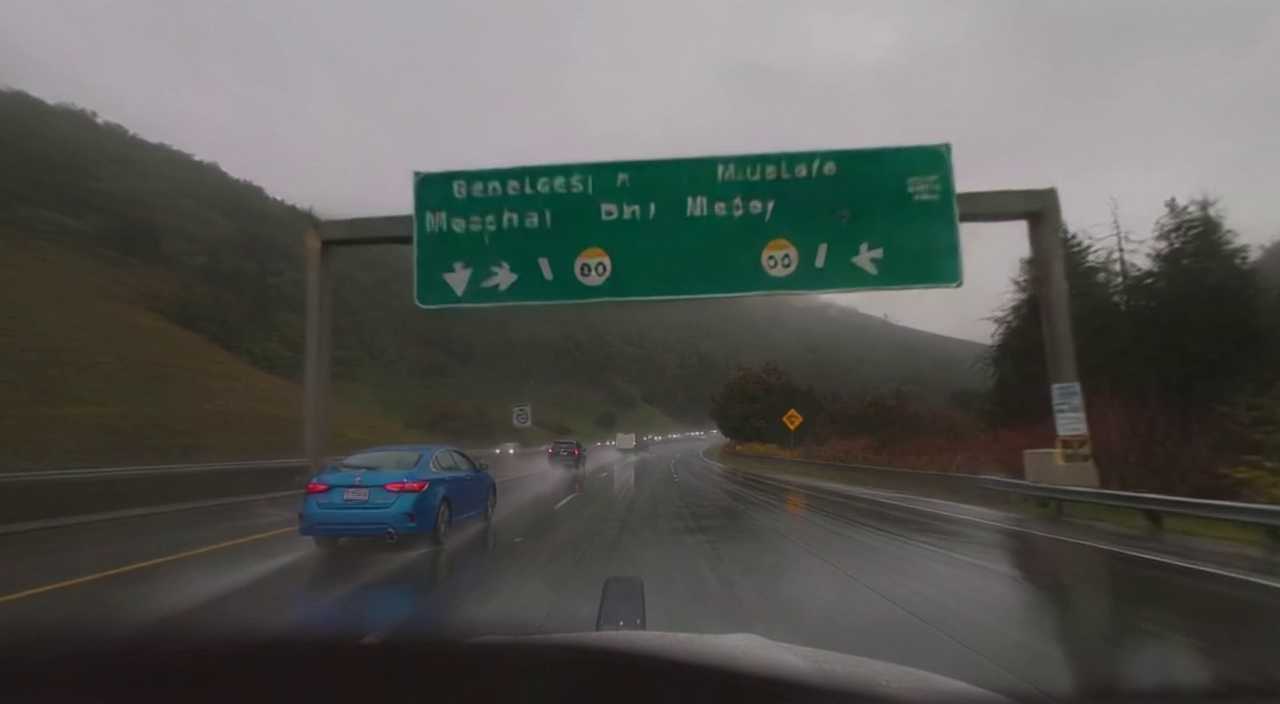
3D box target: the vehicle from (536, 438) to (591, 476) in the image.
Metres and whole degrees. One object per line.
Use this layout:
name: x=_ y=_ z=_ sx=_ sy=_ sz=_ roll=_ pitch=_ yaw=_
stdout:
vehicle: x=-3.566 y=4.991 z=30.148 sx=2.073 sy=1.694 sz=4.162 roll=0 pitch=-9 yaw=1

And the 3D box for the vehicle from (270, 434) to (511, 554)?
vehicle: x=-3.524 y=2.095 z=10.029 sx=1.988 sy=1.440 sz=4.504 roll=0 pitch=-9 yaw=0
